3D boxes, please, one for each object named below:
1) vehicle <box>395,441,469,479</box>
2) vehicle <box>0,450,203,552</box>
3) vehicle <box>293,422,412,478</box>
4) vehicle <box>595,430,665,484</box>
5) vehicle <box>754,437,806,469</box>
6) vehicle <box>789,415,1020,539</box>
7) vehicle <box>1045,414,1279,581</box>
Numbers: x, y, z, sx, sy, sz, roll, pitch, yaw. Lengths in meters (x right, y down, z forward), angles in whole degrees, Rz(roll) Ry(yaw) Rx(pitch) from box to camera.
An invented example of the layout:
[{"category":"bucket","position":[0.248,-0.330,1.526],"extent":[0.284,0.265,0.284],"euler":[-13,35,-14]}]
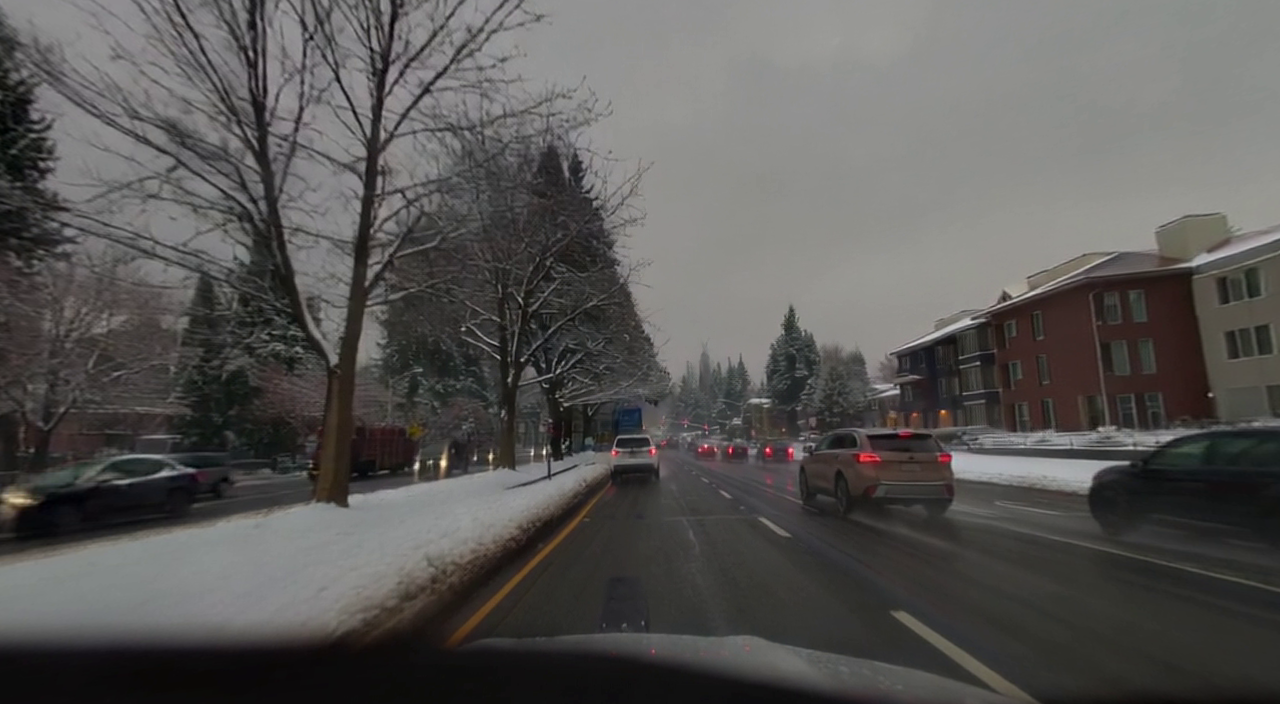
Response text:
[{"category":"vehicle","position":[-10.517,5.465,32.218],"extent":[2.142,1.742,4.523],"euler":[0,-8,1]},{"category":"vehicle","position":[-10.377,2.503,11.260],"extent":[1.907,1.471,4.410],"euler":[0,-8,1]},{"category":"vehicle","position":[-19.914,6.913,44.815],"extent":[3.233,3.473,10.664],"euler":[0,-8,1]},{"category":"vehicle","position":[-0.347,3.871,23.473],"extent":[2.332,1.798,4.546],"euler":[0,-8,0]},{"category":"vehicle","position":[7.866,5.711,35.852],"extent":[1.971,1.722,4.341],"euler":[0,-8,0]},{"category":"vehicle","position":[4.170,2.055,10.974],"extent":[2.100,1.689,4.501],"euler":[0,-8,1]},{"category":"vehicle","position":[7.207,1.571,7.243],"extent":[2.133,1.583,4.496],"euler":[0,-8,1]}]
